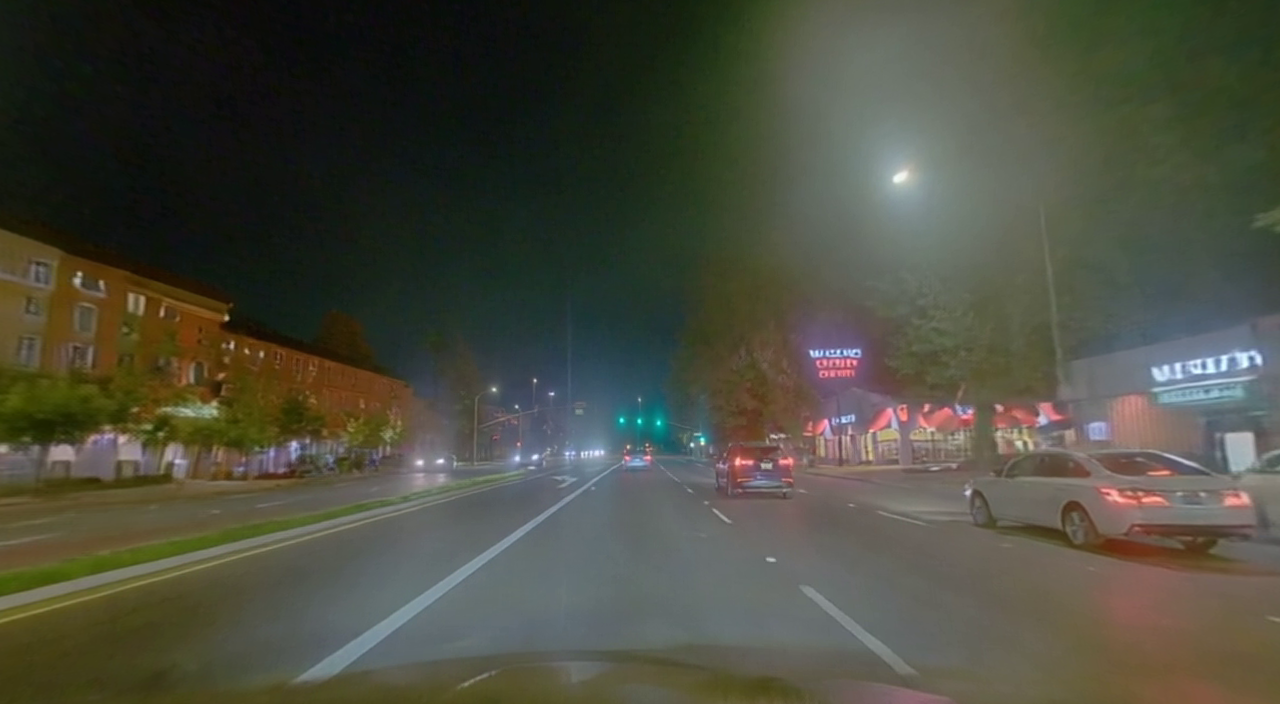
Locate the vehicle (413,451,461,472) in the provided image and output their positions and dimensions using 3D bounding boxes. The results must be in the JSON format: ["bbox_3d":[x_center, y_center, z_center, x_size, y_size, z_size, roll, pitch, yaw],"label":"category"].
[{"bbox_3d":[-15.773,8.503,49.313,2.096,1.512,4.755,0,-8,1],"label":"vehicle"}]

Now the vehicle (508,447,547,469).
[{"bbox_3d":[-8.311,7.843,46.925,2.039,1.487,4.437,0,-8,1],"label":"vehicle"}]

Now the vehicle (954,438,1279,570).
[{"bbox_3d":[6.821,2.043,9.401,1.952,1.449,4.544,0,-8,0],"label":"vehicle"}]

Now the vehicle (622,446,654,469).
[{"bbox_3d":[-0.151,7.158,43.233,2.052,1.461,4.324,0,-8,0],"label":"vehicle"}]

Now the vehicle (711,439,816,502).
[{"bbox_3d":[3.351,3.319,18.189,2.072,1.545,4.578,0,-8,0],"label":"vehicle"}]
